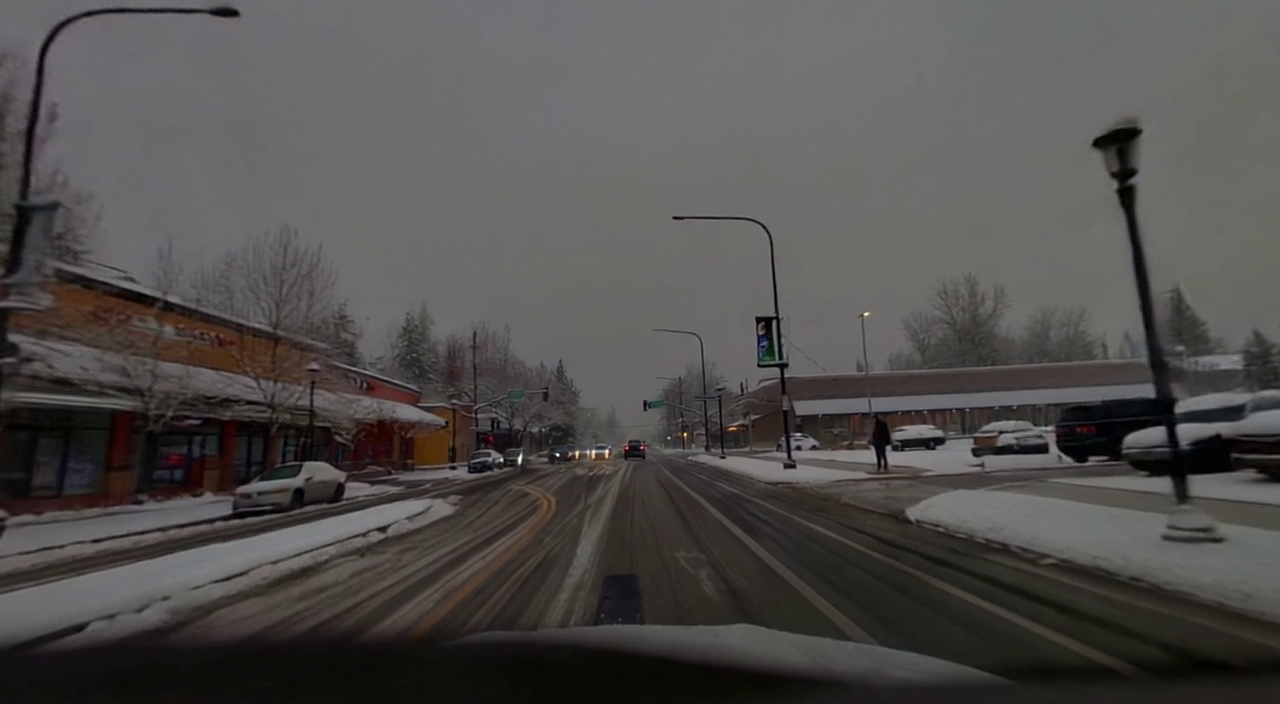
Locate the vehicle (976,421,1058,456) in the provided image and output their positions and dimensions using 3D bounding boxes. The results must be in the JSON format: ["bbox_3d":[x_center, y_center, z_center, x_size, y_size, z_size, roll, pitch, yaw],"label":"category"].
[{"bbox_3d":[17.075,3.957,28.876,1.773,1.446,4.421,-2,-8,11],"label":"vehicle"}]

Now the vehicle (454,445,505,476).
[{"bbox_3d":[-10.864,7.356,43.141,2.033,1.930,4.786,0,-8,2],"label":"vehicle"}]

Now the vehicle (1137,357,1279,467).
[{"bbox_3d":[12.965,1.179,12.138,2.532,1.997,5.001,0,-8,-3],"label":"vehicle"}]

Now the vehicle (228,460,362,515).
[{"bbox_3d":[-10.998,4.312,20.599,1.828,1.470,4.523,0,-8,0],"label":"vehicle"}]

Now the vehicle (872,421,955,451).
[{"bbox_3d":[16.867,5.227,39.196,4.135,1.753,2.122,0,-9,1],"label":"vehicle"}]
